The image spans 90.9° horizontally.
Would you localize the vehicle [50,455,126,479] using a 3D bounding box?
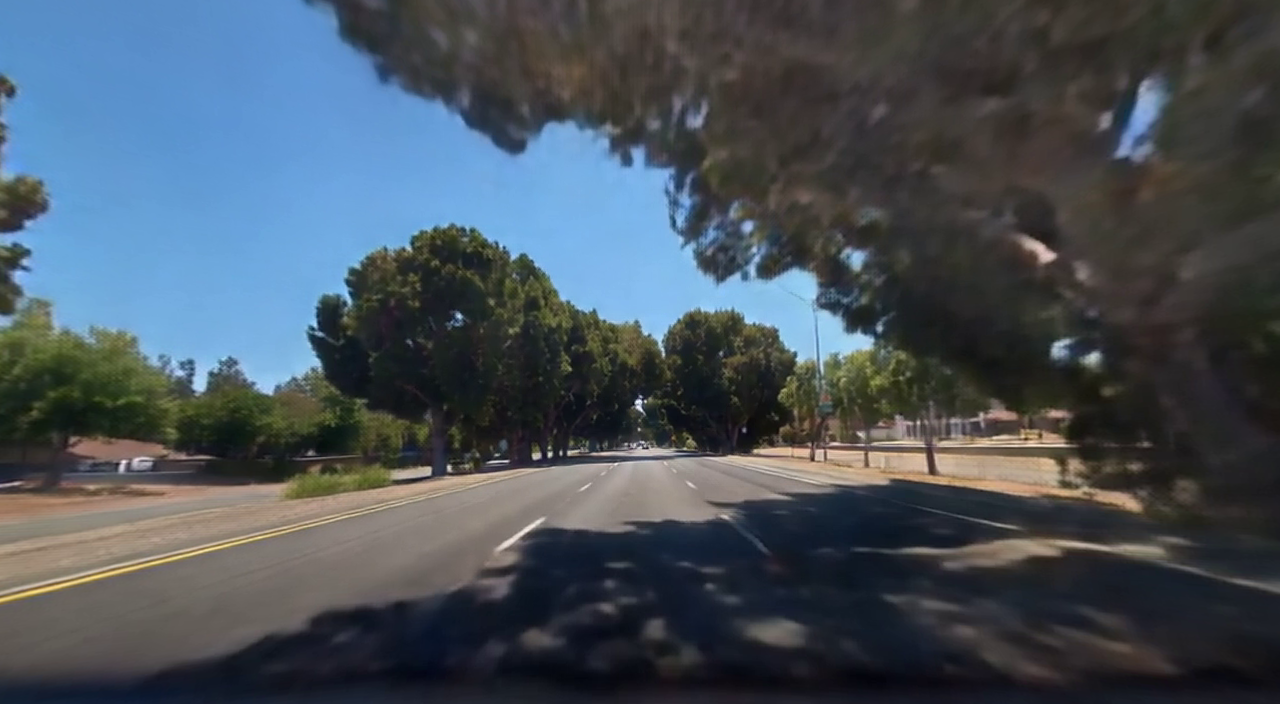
[{"bbox_3d":[-43.477,9.054,49.767,1.882,1.684,4.541,0,-8,0],"label":"vehicle"}]
